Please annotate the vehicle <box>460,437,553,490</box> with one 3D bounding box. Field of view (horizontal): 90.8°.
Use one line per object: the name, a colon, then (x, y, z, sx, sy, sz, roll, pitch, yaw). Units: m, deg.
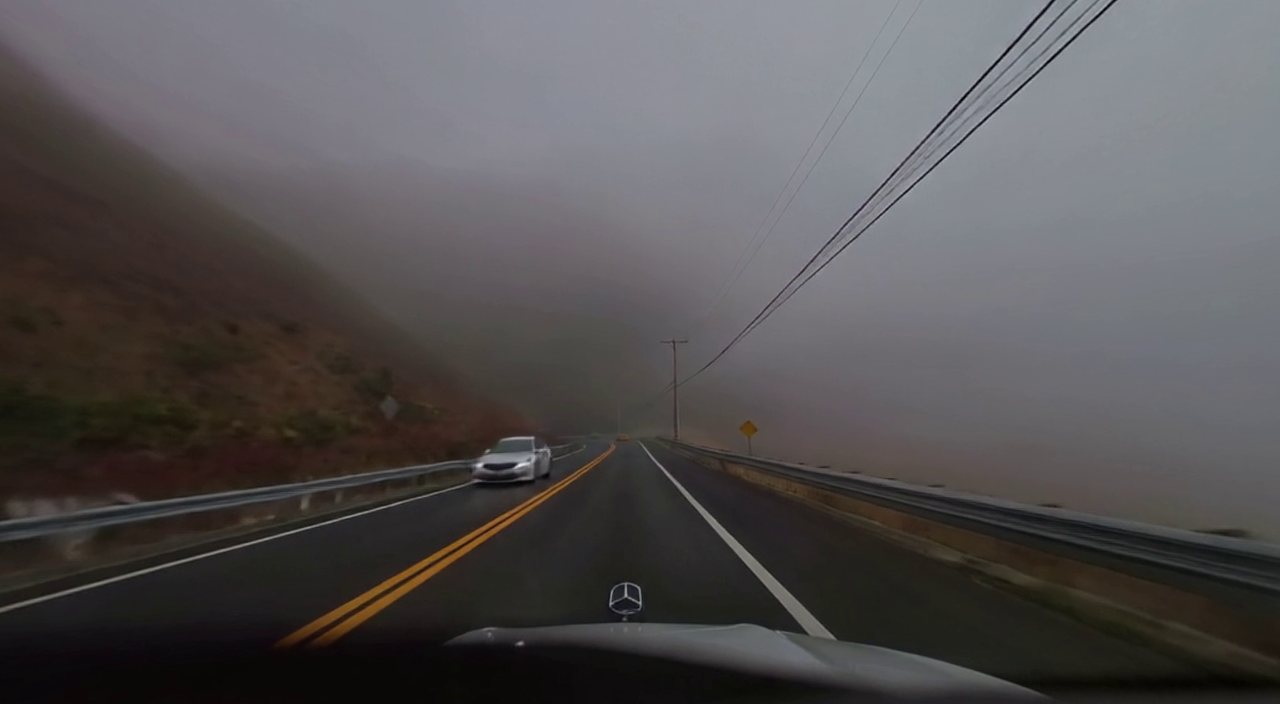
vehicle: (-4.173, 3.561, 20.498, 2.047, 1.486, 4.405, 0, -9, 0)
